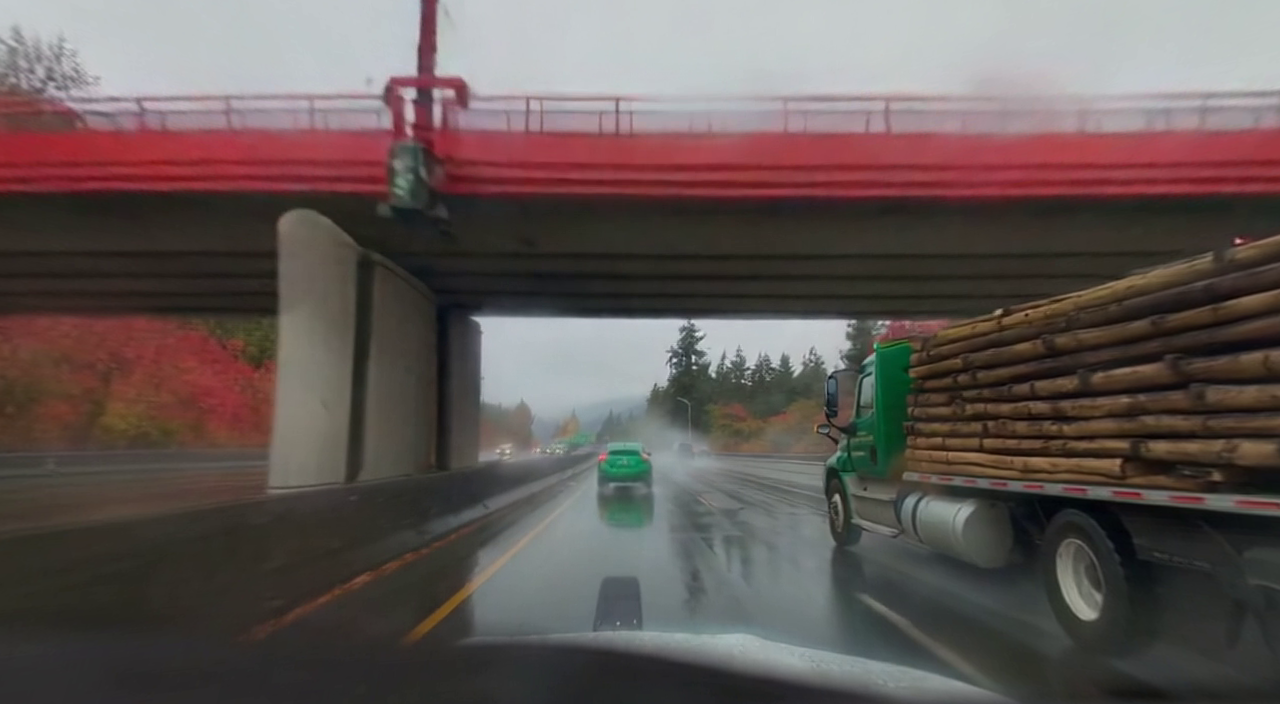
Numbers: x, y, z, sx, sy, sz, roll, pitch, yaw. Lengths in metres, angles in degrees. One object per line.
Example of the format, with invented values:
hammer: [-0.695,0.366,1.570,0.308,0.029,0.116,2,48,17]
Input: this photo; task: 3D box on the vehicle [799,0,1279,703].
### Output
vehicle: [4.240,0.113,5.698,2.992,3.920,8.831,0,-9,-1]

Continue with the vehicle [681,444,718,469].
vehicle: [3.773,6.757,40.572,1.894,1.487,3.751,0,-9,-2]

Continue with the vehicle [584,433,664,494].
vehicle: [-0.491,3.458,19.775,2.259,1.699,4.015,0,-9,-1]
